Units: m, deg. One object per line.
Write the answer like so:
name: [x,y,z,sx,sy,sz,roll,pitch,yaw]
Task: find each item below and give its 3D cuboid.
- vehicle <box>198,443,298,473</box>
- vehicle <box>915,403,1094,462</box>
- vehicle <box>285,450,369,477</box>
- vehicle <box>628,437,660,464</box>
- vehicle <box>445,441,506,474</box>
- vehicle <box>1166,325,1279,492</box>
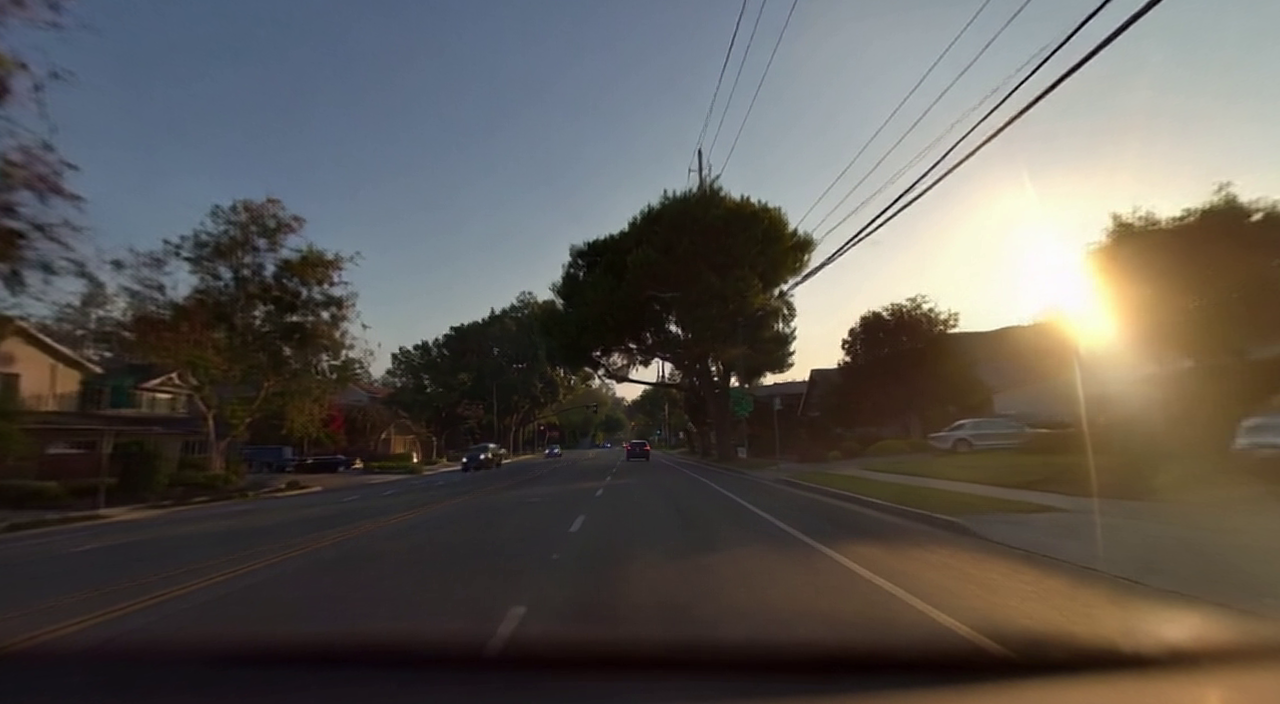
vehicle: [-27.152,7.359,43.900,5.412,1.959,2.230,0,-8,0]
vehicle: [16.291,3.646,28.543,6.339,2.103,2.660,-4,-8,-1]
vehicle: [-21.505,7.680,43.515,4.797,1.518,1.957,-3,-8,-1]
vehicle: [0.224,6.980,44.947,2.215,1.799,4.426,0,-8,-1]
vehicle: [-10.769,6.937,41.881,2.337,1.963,5.862,0,-8,1]
vehicle: [12.245,0.935,10.112,5.577,2.450,2.199,0,-8,-1]
